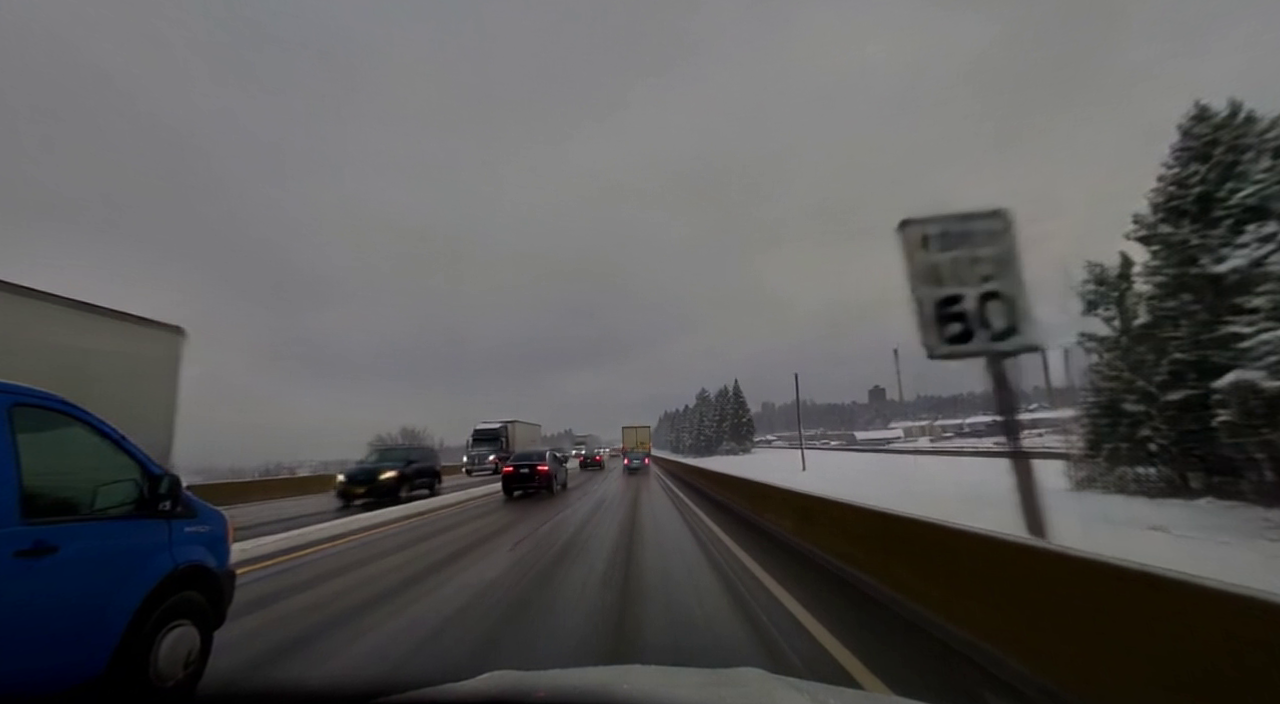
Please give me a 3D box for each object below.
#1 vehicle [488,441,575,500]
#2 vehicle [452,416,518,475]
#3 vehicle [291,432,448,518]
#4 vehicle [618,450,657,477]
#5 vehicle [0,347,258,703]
[{"bbox_3d":[-3.228,3.610,19.565,1.937,1.600,4.141,0,-9,0],"label":"vehicle"},{"bbox_3d":[-10.115,6.204,41.902,2.922,3.600,6.110,0,-9,-1],"label":"vehicle"},{"bbox_3d":[-6.689,3.070,16.307,1.982,1.872,4.578,0,-9,0],"label":"vehicle"},{"bbox_3d":[-0.150,6.188,35.258,2.095,1.393,3.908,0,-9,0],"label":"vehicle"},{"bbox_3d":[-3.176,0.692,1.126,2.117,1.688,4.582,0,-9,0],"label":"vehicle"}]
